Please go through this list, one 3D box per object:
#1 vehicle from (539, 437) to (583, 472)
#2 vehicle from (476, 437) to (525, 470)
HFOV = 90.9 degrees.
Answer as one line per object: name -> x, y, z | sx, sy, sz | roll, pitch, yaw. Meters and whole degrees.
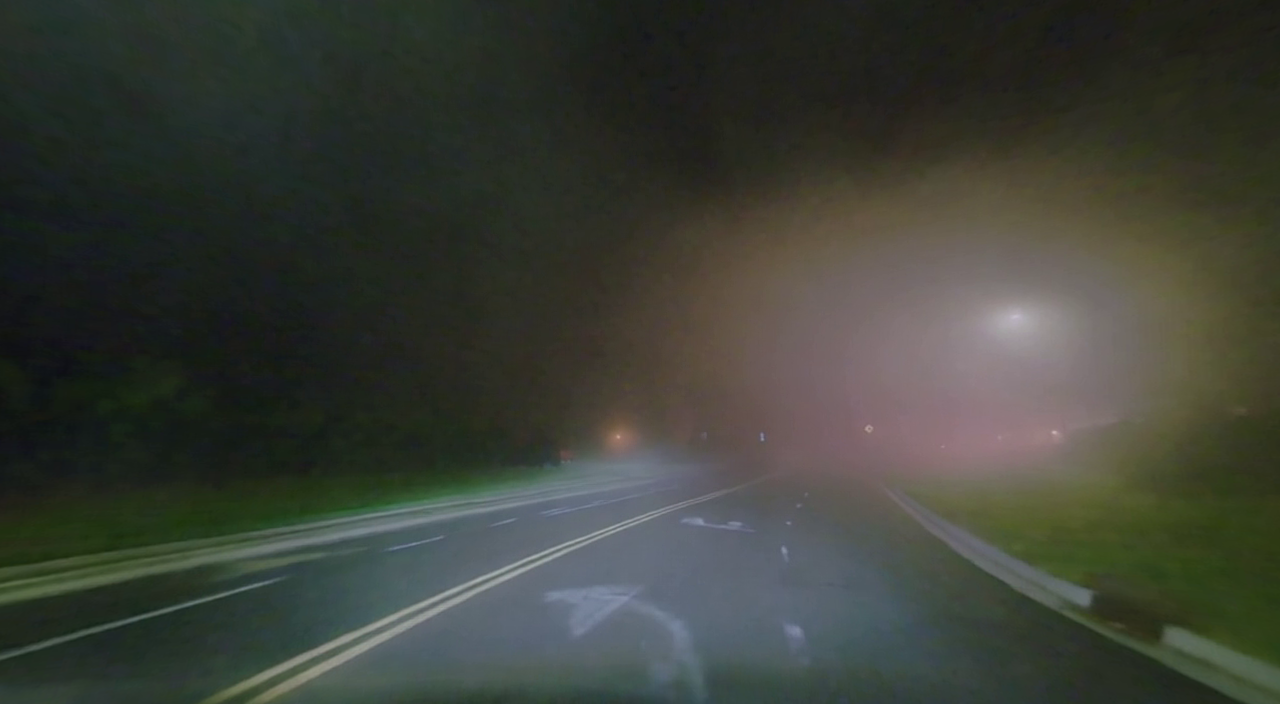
vehicle -> -4.487, 5.764, 35.454 | 2.244, 1.796, 5.170 | 1, -9, -8
vehicle -> -8.089, 5.805, 36.323 | 2.192, 1.740, 4.521 | 3, -9, -19
